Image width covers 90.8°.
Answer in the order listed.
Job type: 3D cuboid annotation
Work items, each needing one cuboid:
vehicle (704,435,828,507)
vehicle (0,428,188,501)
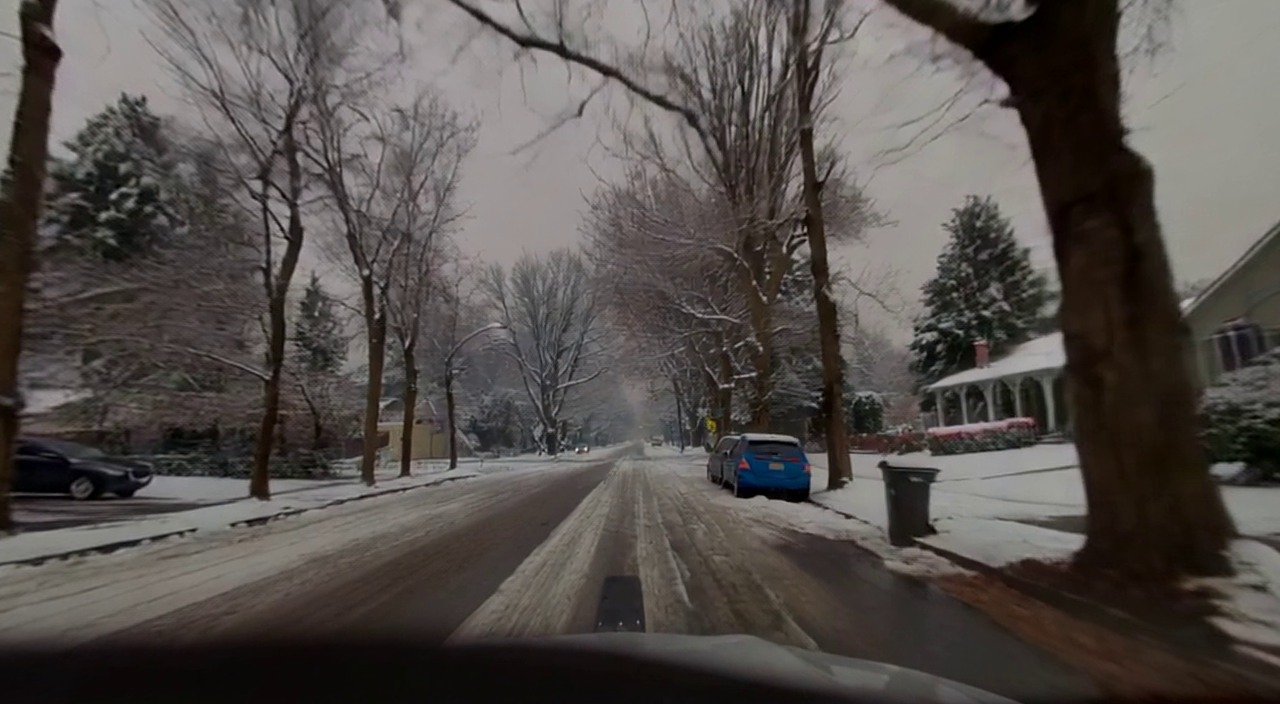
[{"bbox_3d":[2.817,2.760,15.261,2.022,1.455,4.406,0,-8,-1],"label":"vehicle"},{"bbox_3d":[-16.451,3.125,17.653,5.902,1.796,2.183,-1,-7,-2],"label":"vehicle"}]
